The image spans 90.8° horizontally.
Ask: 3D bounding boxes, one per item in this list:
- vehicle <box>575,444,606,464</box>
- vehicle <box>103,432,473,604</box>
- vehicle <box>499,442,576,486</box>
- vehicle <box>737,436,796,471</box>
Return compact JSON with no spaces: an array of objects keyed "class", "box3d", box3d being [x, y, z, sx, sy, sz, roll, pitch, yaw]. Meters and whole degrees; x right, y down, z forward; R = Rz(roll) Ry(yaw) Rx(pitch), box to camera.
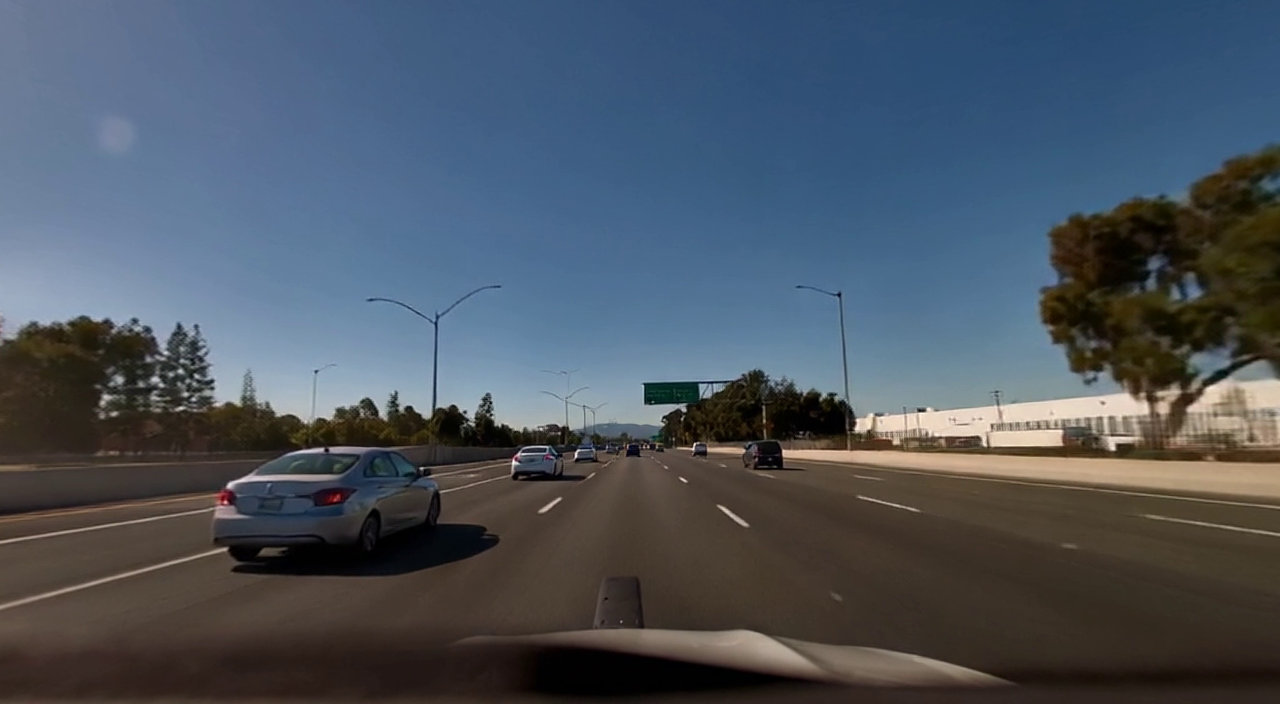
[{"class":"vehicle","box3d":[-3.836,7.938,49.288,2.078,1.464,4.093,0,-9,0]},{"class":"vehicle","box3d":[-3.568,1.738,7.566,1.959,1.433,4.291,0,-9,0]},{"class":"vehicle","box3d":[-3.672,4.107,23.497,2.047,1.469,4.614,0,-9,1]},{"class":"vehicle","box3d":[6.835,5.539,34.741,2.147,1.769,4.666,0,-9,-1]}]
